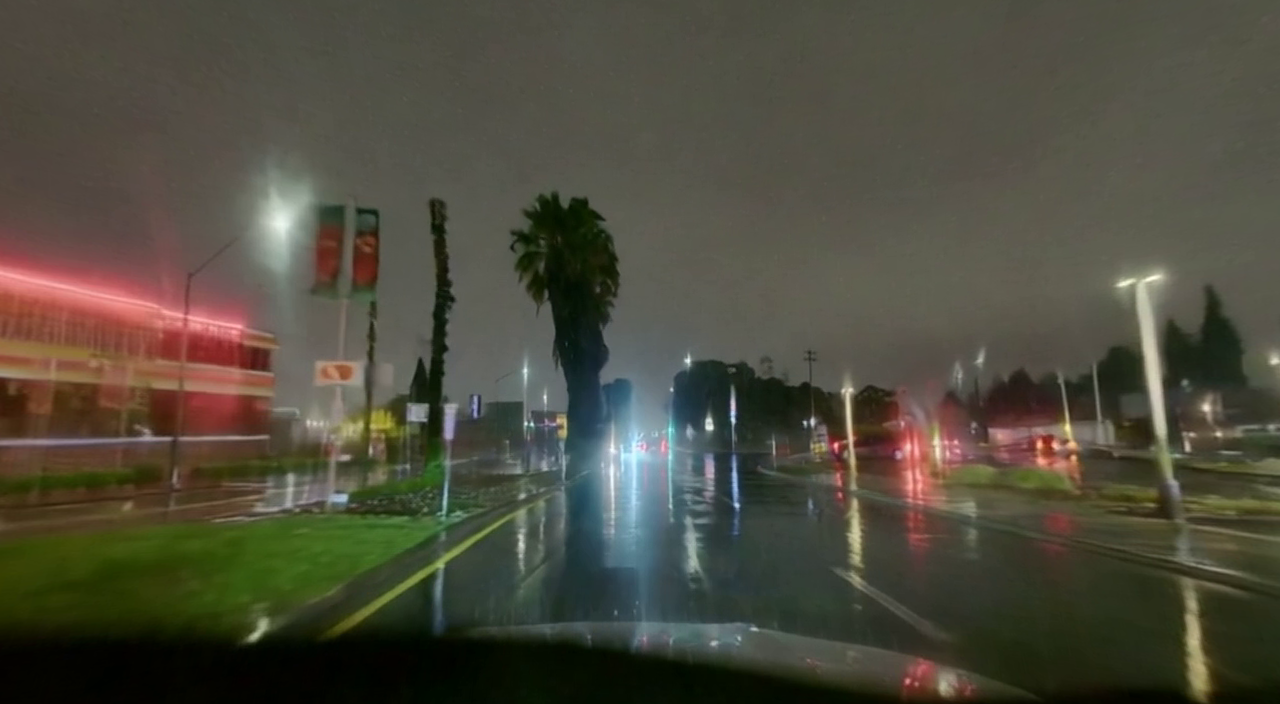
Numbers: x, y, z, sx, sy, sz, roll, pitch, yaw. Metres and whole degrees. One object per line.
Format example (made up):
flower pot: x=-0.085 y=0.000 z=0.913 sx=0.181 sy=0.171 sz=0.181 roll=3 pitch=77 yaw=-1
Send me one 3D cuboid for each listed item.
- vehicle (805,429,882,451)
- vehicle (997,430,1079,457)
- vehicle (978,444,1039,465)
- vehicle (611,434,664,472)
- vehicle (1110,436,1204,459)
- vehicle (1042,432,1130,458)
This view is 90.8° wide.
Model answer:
vehicle: x=15.746 y=6.866 z=49.151 sx=5.317 sy=1.700 sz=1.901 roll=0 pitch=-8 yaw=1
vehicle: x=28.051 y=6.444 z=44.616 sx=4.381 sy=1.892 sz=1.942 roll=0 pitch=-7 yaw=0
vehicle: x=28.586 y=7.965 z=49.032 sx=3.685 sy=1.459 sz=1.685 roll=0 pitch=-5 yaw=1
vehicle: x=-0.200 y=4.370 z=27.685 sx=2.073 sy=1.525 sz=4.809 roll=0 pitch=-8 yaw=-3
vehicle: x=34.243 y=6.327 z=41.930 sx=4.349 sy=1.460 sz=2.027 roll=-1 pitch=-9 yaw=4
vehicle: x=29.668 y=6.197 z=42.157 sx=4.377 sy=1.633 sz=1.834 roll=0 pitch=-8 yaw=3
